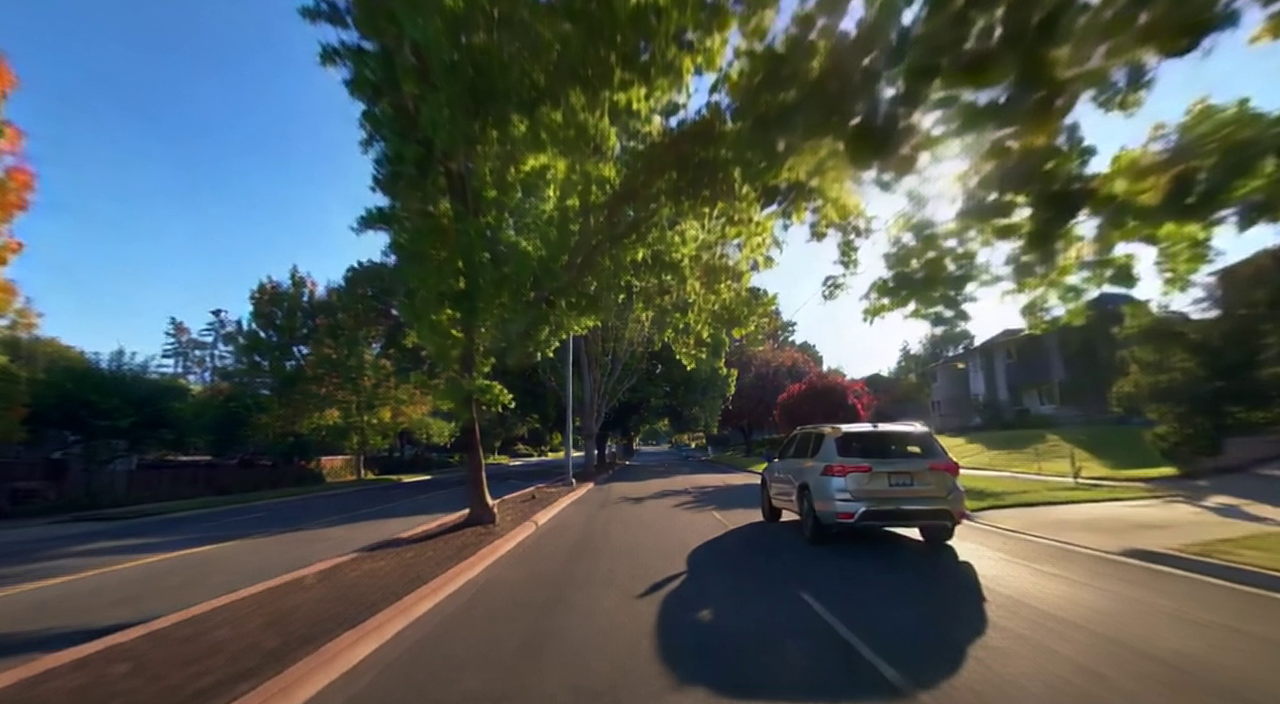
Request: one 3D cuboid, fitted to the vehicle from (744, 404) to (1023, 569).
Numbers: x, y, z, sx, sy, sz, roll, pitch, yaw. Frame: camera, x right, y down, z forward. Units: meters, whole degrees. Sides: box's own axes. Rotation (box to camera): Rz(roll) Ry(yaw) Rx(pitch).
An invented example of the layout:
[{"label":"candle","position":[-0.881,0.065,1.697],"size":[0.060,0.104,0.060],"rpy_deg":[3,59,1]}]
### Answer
[{"label":"vehicle","position":[3.039,1.807,9.239],"size":[2.180,1.773,4.639],"rpy_deg":[0,-8,-1]}]
